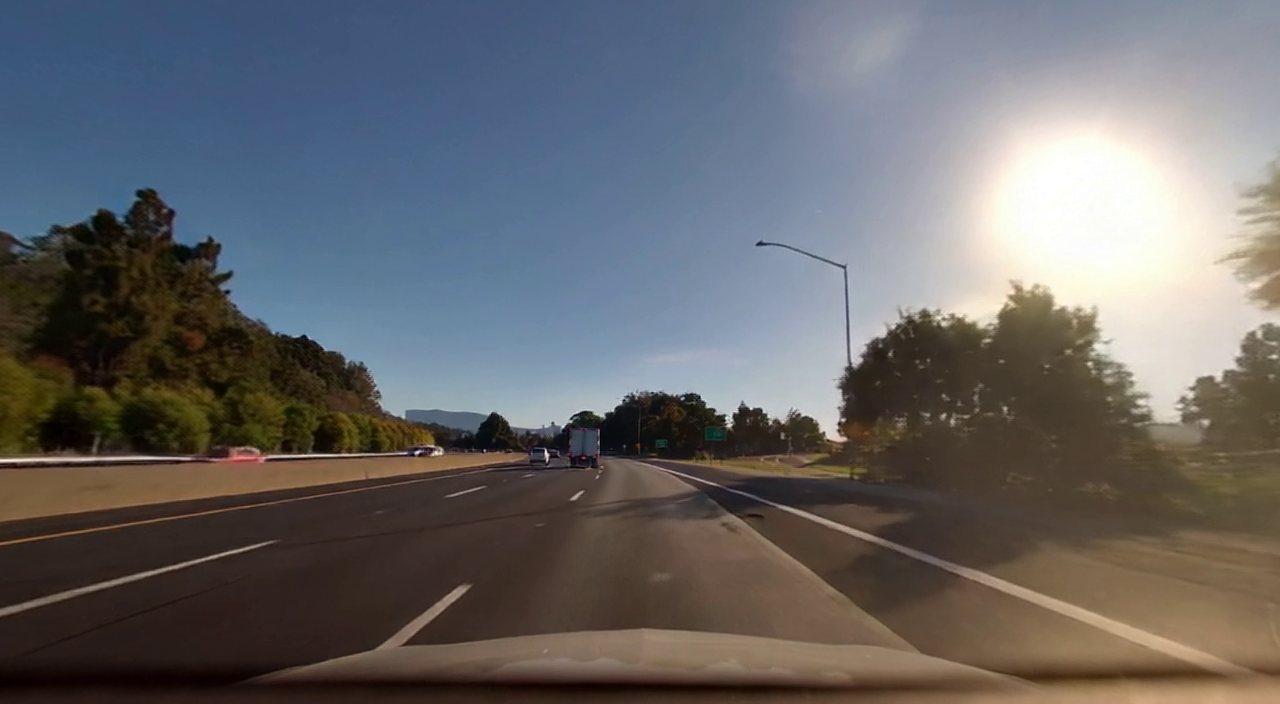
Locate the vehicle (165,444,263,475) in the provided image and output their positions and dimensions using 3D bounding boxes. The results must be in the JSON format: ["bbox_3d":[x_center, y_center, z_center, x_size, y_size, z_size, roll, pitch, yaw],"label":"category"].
[{"bbox_3d":[-22.210,5.582,33.162,1.994,1.484,4.733,0,-8,-2],"label":"vehicle"}]
